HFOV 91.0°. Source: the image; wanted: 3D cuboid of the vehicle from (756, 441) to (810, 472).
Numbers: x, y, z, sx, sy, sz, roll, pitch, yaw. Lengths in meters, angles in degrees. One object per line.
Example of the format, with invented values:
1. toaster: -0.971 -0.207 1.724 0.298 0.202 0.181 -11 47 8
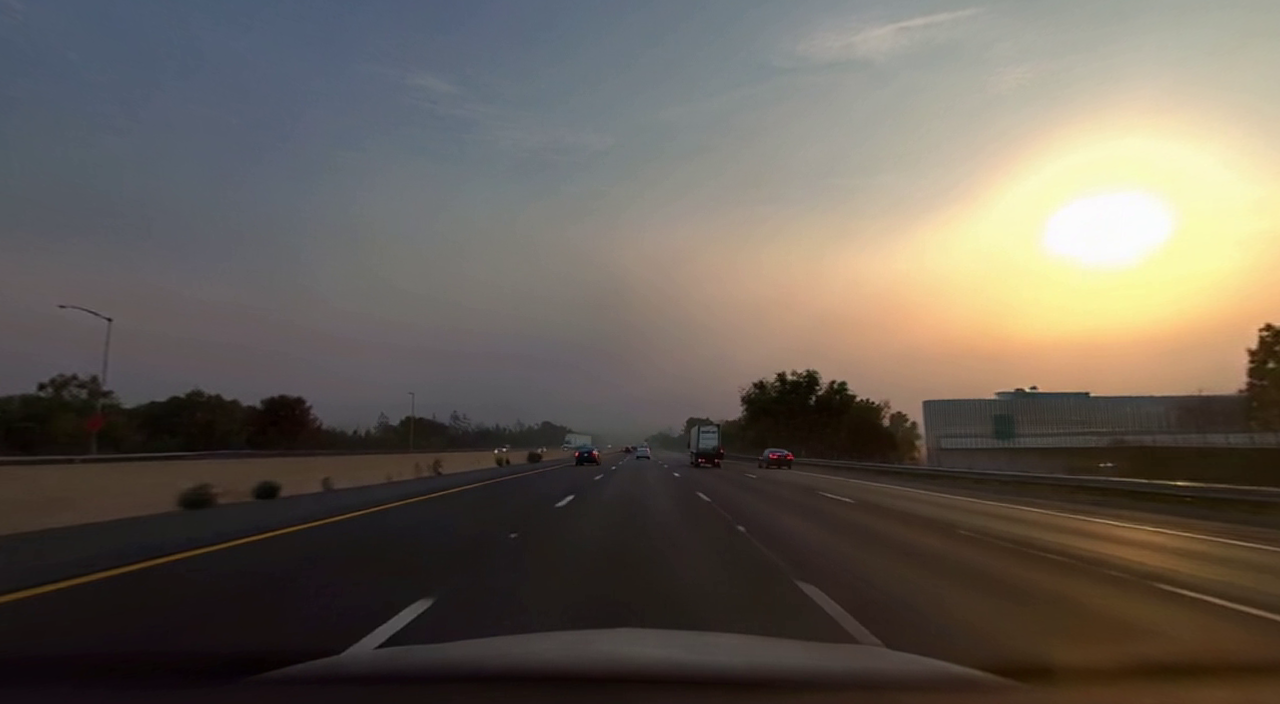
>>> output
1. vehicle: 8.381 6.184 37.414 2.188 1.727 4.381 0 -9 0

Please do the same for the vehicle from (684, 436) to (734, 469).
1. vehicle: 4.457 6.675 41.944 2.770 1.990 5.755 0 -9 1

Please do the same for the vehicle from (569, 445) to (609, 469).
1. vehicle: -3.312 6.920 41.717 2.164 1.507 4.748 0 -9 1
